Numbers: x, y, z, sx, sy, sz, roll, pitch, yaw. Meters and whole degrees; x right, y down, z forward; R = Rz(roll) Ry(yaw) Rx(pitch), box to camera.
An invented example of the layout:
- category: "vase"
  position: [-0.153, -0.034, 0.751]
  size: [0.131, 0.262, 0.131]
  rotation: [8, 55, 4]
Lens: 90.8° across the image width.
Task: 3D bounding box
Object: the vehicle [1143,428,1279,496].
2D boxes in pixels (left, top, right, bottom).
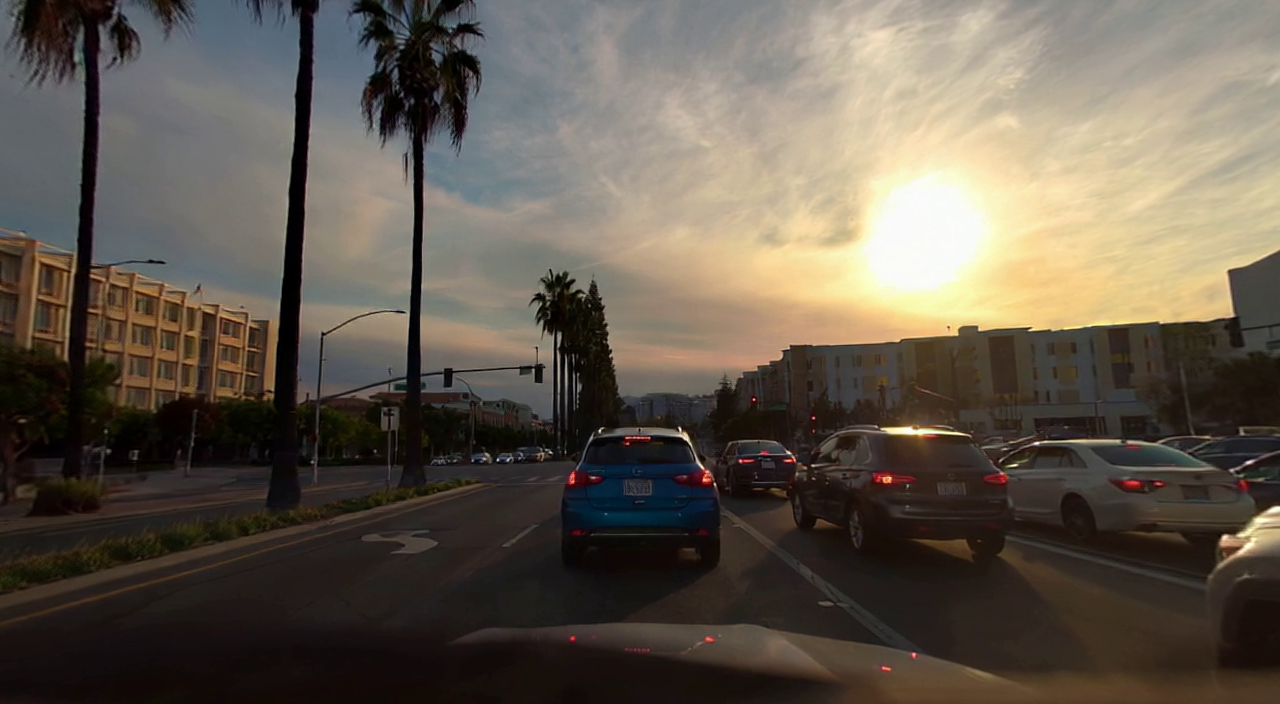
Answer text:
- category: "vehicle"
  position: [18.051, 3.201, 18.493]
  size: [4.786, 1.848, 2.107]
  rotation: [0, -9, -1]

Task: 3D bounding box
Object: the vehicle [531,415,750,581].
- category: "vehicle"
  position: [0.001, 1.708, 8.124]
  size: [2.083, 1.572, 4.021]
  rotation: [0, -9, 0]

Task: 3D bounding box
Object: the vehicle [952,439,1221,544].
- category: "vehicle"
  position: [7.367, 2.294, 11.051]
  size: [1.832, 1.477, 3.981]
  rotation: [0, -9, 2]

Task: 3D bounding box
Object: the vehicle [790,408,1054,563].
- category: "vehicle"
  position: [3.664, 1.821, 9.246]
  size: [1.947, 1.725, 4.159]
  rotation: [0, -9, 1]
